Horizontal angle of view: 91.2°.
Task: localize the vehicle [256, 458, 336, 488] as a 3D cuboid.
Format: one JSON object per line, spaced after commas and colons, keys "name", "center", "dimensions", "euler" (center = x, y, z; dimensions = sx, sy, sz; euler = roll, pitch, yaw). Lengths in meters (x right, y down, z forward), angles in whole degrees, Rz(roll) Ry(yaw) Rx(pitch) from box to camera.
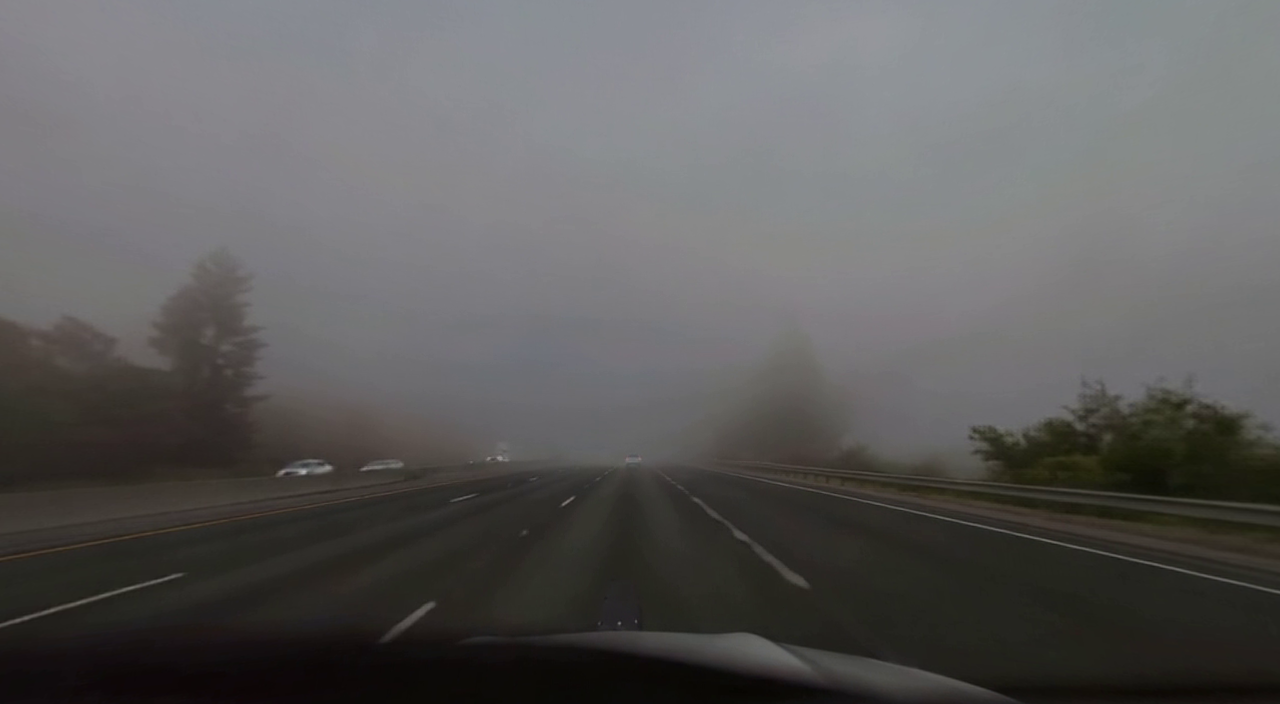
{"name": "vehicle", "center": [-19.169, 6.763, 35.184], "dimensions": [1.946, 1.482, 4.513], "euler": [0, -9, -1]}
